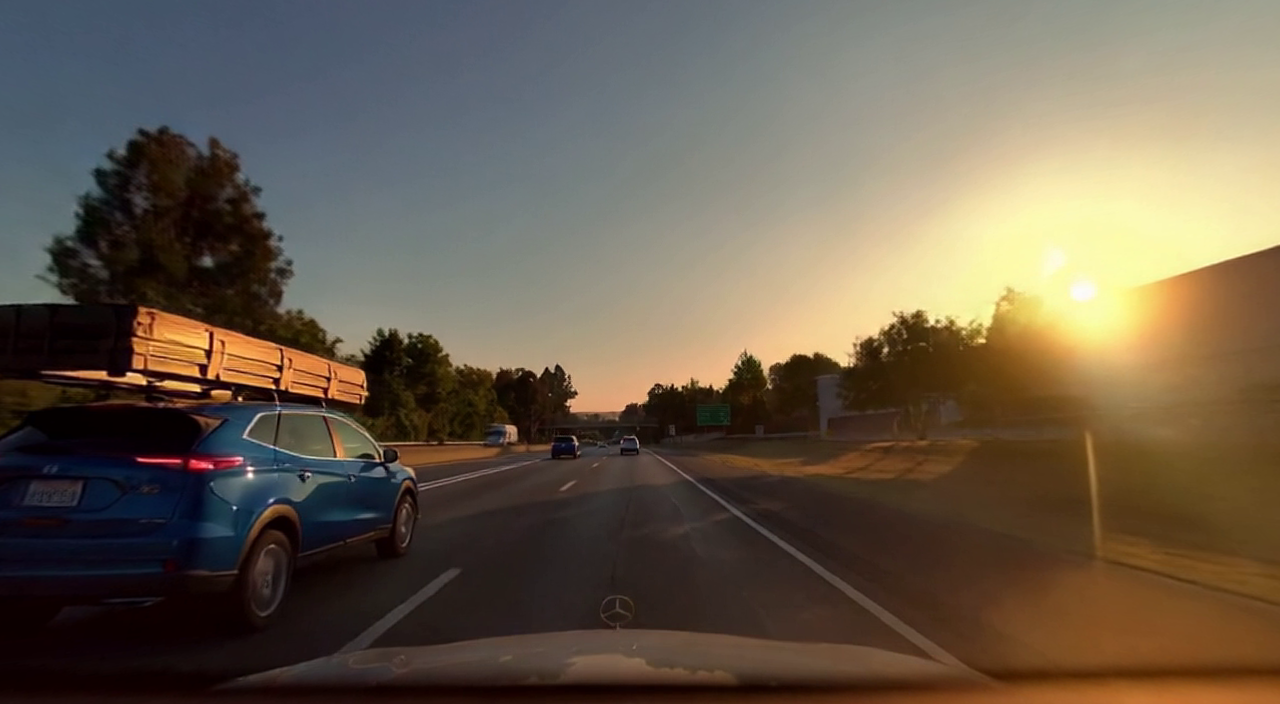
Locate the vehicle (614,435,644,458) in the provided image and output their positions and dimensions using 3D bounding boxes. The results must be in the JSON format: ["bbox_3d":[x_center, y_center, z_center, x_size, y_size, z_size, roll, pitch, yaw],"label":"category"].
[{"bbox_3d":[-0.785,6.928,46.497,2.151,1.618,3.898,0,-8,0],"label":"vehicle"}]

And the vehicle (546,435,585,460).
[{"bbox_3d":[-4.971,6.454,42.739,2.189,1.580,4.607,0,-8,-1],"label":"vehicle"}]
